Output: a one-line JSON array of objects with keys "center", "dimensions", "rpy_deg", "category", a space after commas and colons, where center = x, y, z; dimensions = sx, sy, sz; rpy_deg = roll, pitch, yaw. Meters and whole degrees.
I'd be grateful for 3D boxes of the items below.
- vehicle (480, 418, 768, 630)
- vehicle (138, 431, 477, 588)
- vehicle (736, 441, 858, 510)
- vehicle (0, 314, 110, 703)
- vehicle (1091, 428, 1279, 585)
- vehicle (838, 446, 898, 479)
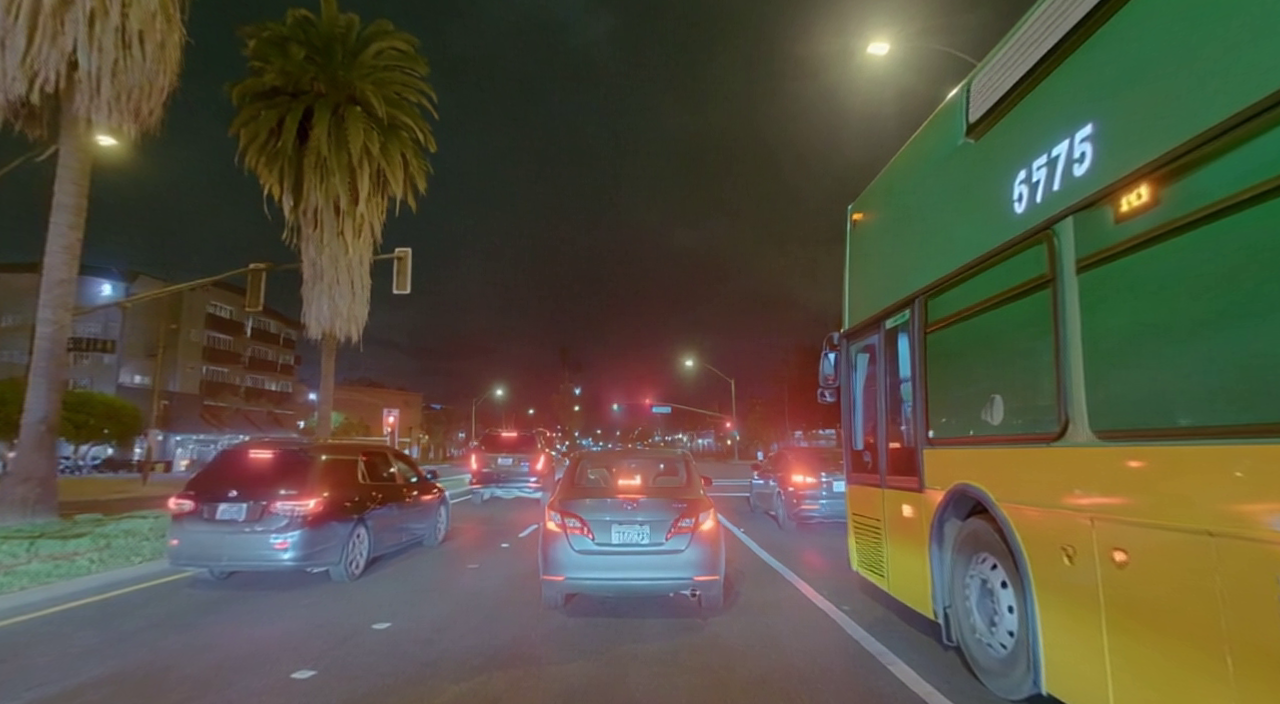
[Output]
[{"center": [-0.120, 1.528, 6.520], "dimensions": [2.060, 1.499, 3.831], "rpy_deg": [0, -9, 0], "category": "vehicle"}, {"center": [-3.610, 1.768, 7.952], "dimensions": [1.919, 1.415, 4.178], "rpy_deg": [0, -9, 1], "category": "vehicle"}, {"center": [3.726, 2.997, 15.859], "dimensions": [1.989, 1.467, 4.364], "rpy_deg": [0, -9, 1], "category": "vehicle"}, {"center": [-3.571, 0.467, 0.323], "dimensions": [2.145, 1.824, 4.974], "rpy_deg": [0, -9, 2], "category": "vehicle"}, {"center": [7.700, 1.678, 7.075], "dimensions": [2.181, 1.607, 4.236], "rpy_deg": [0, -9, 1], "category": "vehicle"}, {"center": [11.938, 5.712, 32.944], "dimensions": [2.089, 1.597, 4.440], "rpy_deg": [-5, -10, 30], "category": "vehicle"}]
